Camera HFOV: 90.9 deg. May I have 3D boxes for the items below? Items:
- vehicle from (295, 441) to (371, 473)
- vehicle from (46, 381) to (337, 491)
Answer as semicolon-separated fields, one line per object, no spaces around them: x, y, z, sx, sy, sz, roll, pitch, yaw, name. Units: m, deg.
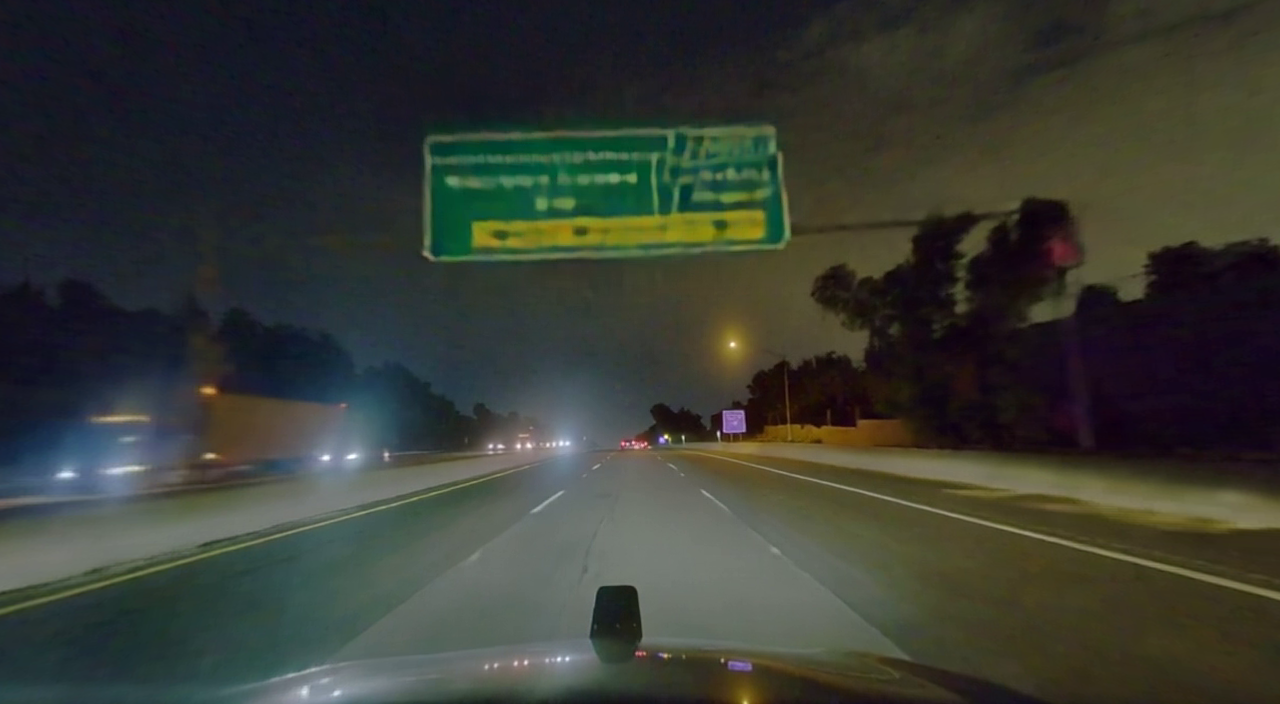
-16.109;5.508;33.353;1.962;1.560;4.033;0;-8;0;vehicle
-20.693;4.224;31.816;3.002;4.093;16.312;0;-8;-1;vehicle
